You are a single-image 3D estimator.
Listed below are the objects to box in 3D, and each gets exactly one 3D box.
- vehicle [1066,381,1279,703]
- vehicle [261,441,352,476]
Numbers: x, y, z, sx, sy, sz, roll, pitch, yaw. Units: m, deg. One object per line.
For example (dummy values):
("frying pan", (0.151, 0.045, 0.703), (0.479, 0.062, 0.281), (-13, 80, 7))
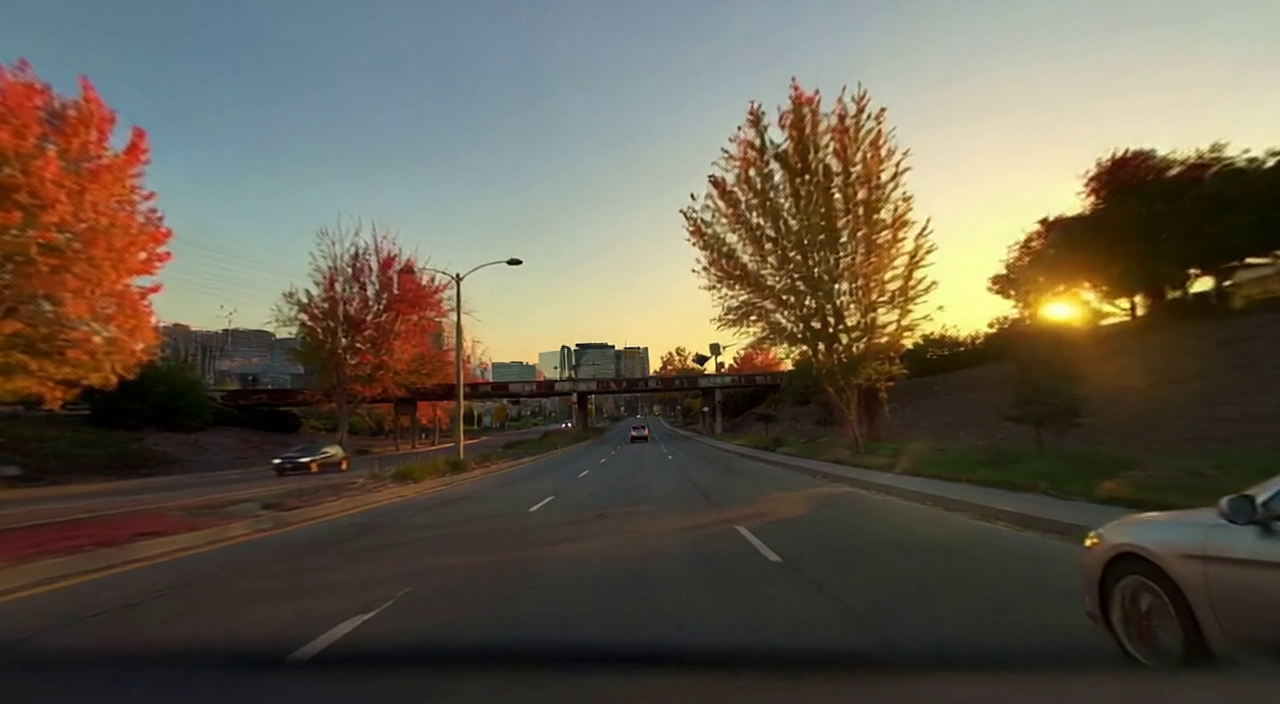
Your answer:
("vehicle", (3.635, 0.745, 1.569), (2.063, 1.542, 4.420), (0, -8, 1))
("vehicle", (-15.645, 5.004, 29.817), (1.907, 1.488, 4.286), (0, -8, 1))
